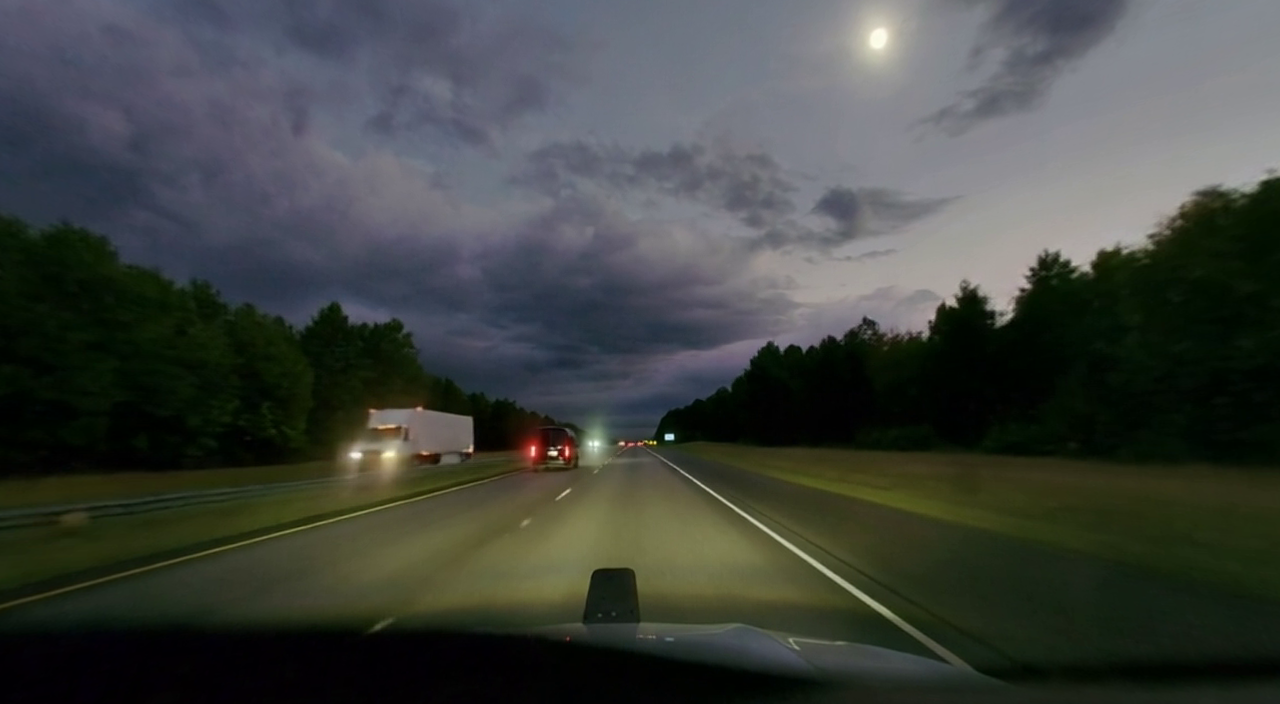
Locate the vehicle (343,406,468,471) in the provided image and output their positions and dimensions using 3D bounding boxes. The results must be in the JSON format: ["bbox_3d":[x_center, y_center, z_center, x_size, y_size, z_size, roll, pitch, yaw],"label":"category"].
[{"bbox_3d":[-17.024,6.624,47.901,3.310,4.067,16.585,0,-8,-1],"label":"vehicle"}]

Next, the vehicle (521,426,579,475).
[{"bbox_3d":[-4.038,4.500,29.039,1.976,2.029,4.737,-1,-8,0],"label":"vehicle"}]
